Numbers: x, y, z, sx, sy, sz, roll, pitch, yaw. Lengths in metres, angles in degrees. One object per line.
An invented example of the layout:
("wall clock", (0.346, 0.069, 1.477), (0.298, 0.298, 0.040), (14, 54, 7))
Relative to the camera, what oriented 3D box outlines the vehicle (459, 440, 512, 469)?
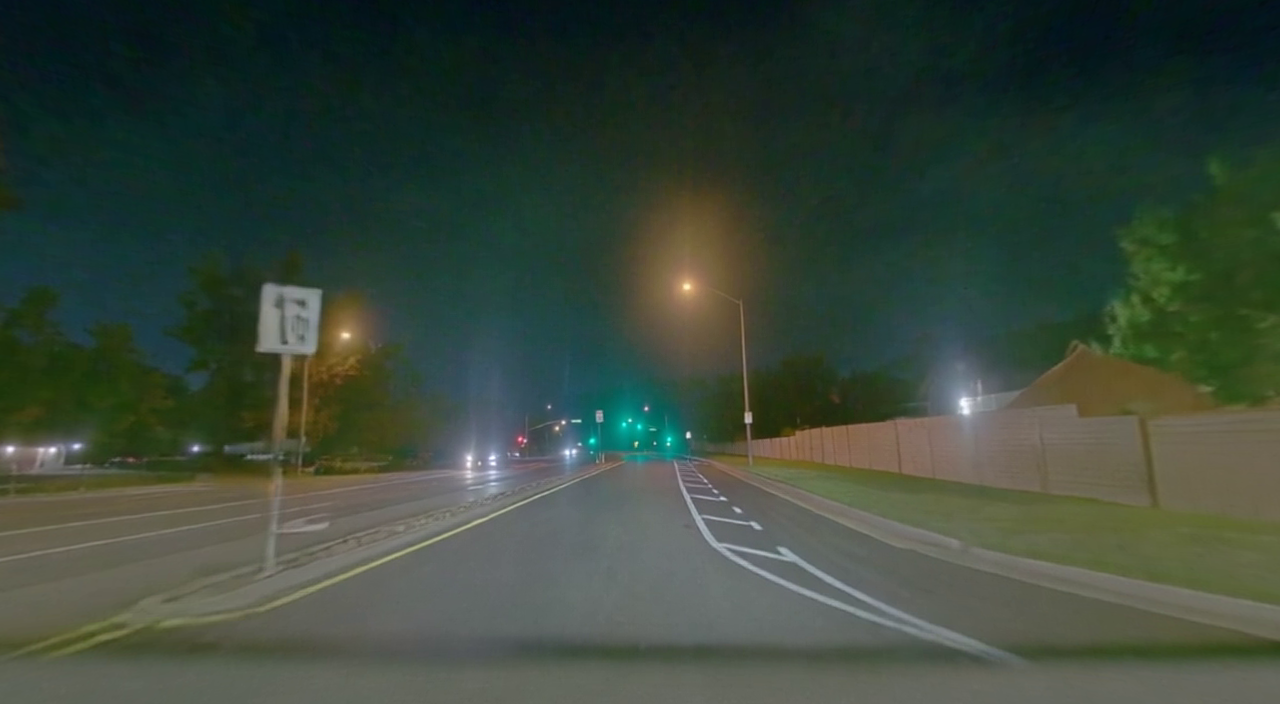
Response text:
("vehicle", (-10.852, 7.243, 44.693), (2.336, 1.905, 4.908), (0, -8, 1))
